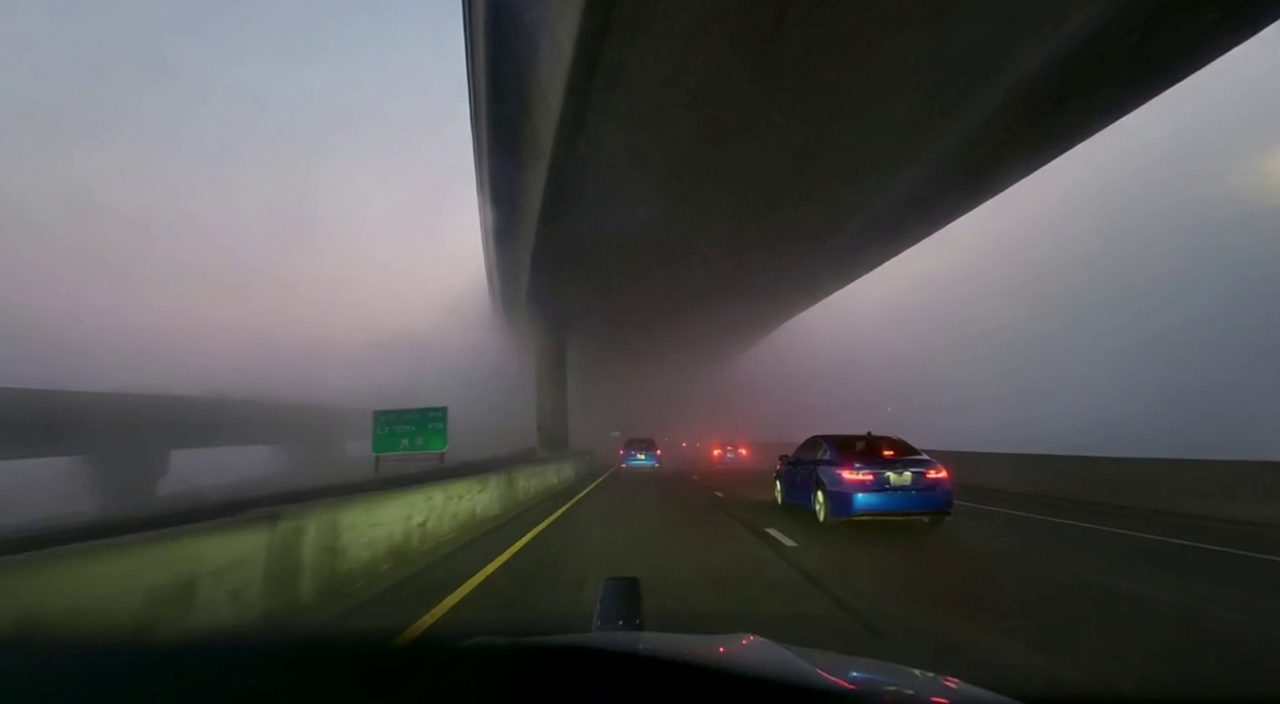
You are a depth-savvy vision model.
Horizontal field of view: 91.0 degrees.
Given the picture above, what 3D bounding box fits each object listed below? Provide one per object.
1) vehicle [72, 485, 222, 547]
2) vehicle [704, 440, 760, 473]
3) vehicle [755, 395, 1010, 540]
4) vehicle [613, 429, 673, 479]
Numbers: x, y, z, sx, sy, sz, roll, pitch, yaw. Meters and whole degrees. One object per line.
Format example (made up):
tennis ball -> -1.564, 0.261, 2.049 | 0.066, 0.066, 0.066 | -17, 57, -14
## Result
vehicle -> -16.788, 5.555, 21.764 | 1.930, 1.662, 4.089 | 1, -9, -3
vehicle -> 4.527, 5.219, 31.566 | 2.047, 1.500, 4.017 | 1, -9, -2
vehicle -> 3.923, 2.046, 11.726 | 2.404, 2.014, 5.655 | 0, -9, -1
vehicle -> 0.122, 4.214, 26.163 | 2.264, 1.841, 4.583 | 0, -9, 0
